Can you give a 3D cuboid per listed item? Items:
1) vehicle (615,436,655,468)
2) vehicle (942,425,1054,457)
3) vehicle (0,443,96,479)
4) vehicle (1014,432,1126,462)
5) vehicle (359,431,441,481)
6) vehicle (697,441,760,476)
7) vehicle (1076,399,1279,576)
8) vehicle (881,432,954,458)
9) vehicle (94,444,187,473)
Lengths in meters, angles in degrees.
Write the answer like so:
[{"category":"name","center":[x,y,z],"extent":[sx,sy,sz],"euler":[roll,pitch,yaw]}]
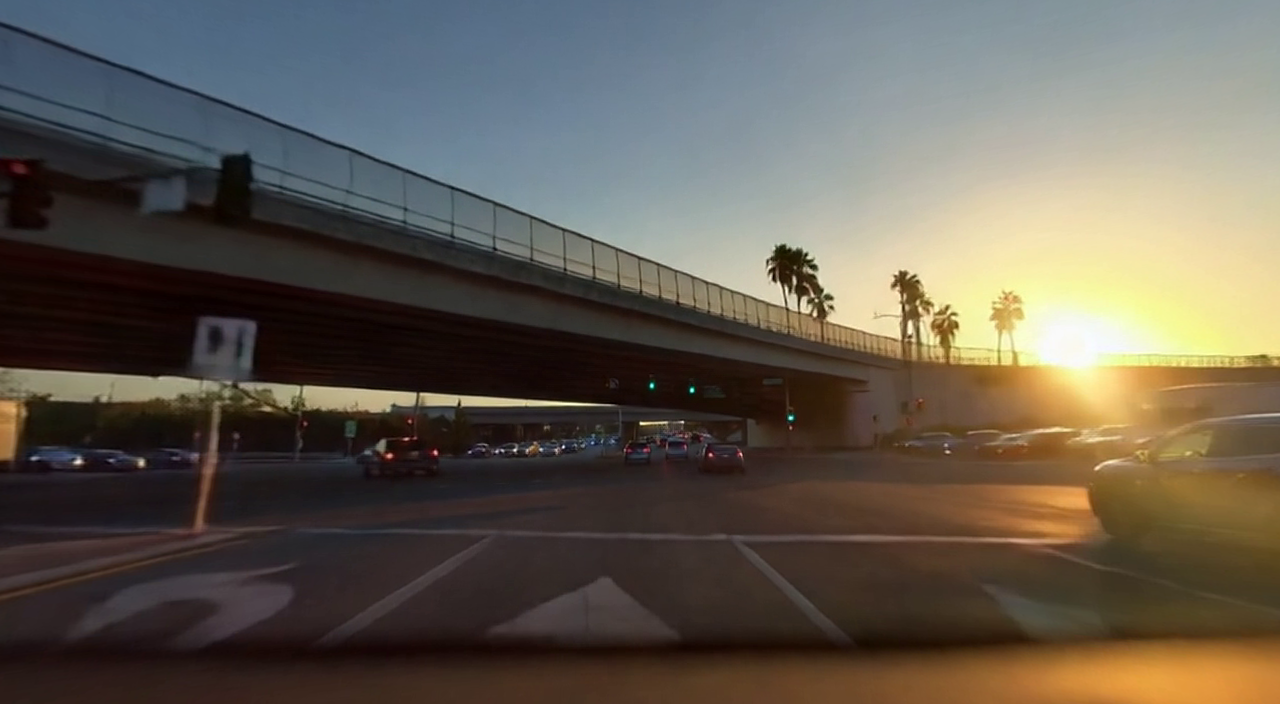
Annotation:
[{"category":"vehicle","center":[-0.270,5.784,36.518],"extent":[2.172,1.694,4.055],"euler":[0,-8,0]},{"category":"vehicle","center":[23.531,5.874,41.549],"extent":[5.932,2.021,2.430],"euler":[-2,-8,15]},{"category":"vehicle","center":[-35.117,6.361,36.843],"extent":[5.014,1.956,2.232],"euler":[-2,-8,15]},{"category":"vehicle","center":[23.209,5.127,34.078],"extent":[4.547,1.527,1.890],"euler":[-2,-8,15]},{"category":"vehicle","center":[-11.098,4.683,28.730],"extent":[2.485,2.012,5.498],"euler":[5,-9,-30]},{"category":"vehicle","center":[3.851,4.684,27.907],"extent":[2.156,1.404,4.120],"euler":[0,-8,-1]},{"category":"vehicle","center":[6.996,1.362,6.489],"extent":[1.964,1.647,4.114],"euler":[0,-8,0]},{"category":"vehicle","center":[20.280,6.865,46.161],"extent":[4.638,1.694,2.079],"euler":[-5,-12,19]},{"category":"vehicle","center":[-34.643,7.357,43.573],"extent":[5.302,1.847,2.233],"euler":[-2,-8,15]}]
